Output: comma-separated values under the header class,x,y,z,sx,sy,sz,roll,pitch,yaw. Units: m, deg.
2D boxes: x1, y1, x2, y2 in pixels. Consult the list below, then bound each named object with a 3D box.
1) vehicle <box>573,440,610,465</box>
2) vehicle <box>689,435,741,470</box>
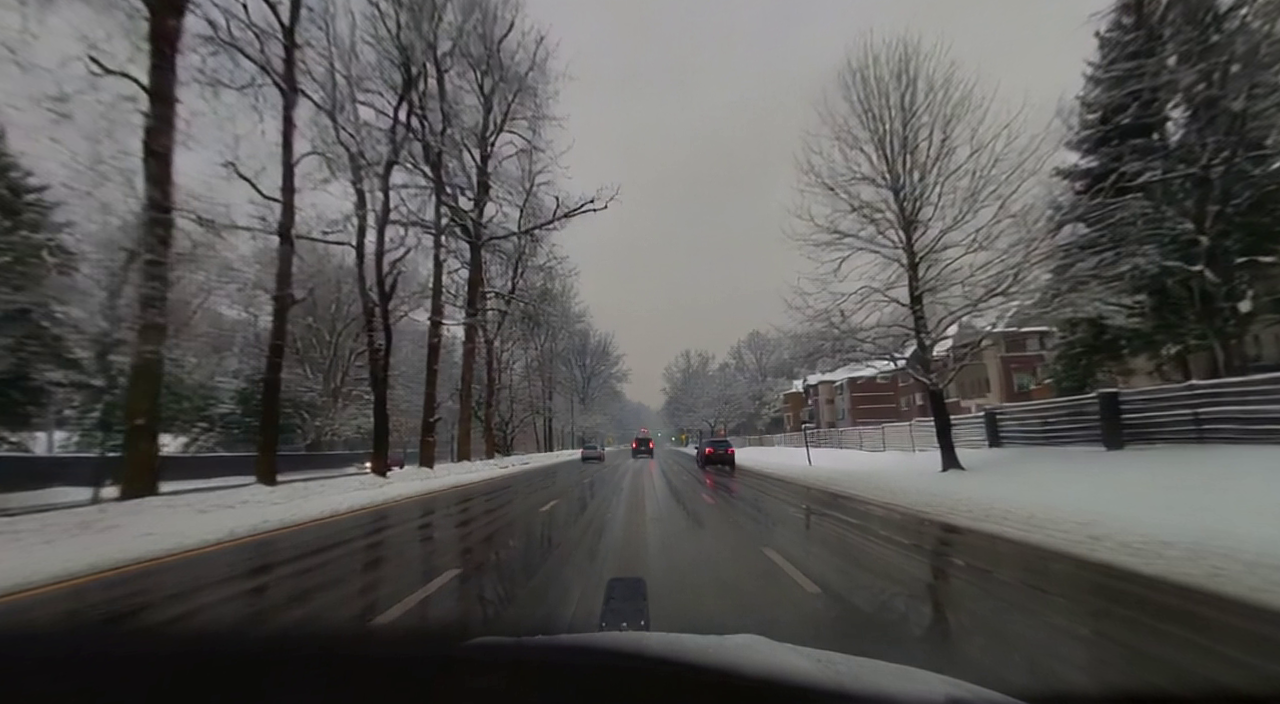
class,x,y,z,sx,sy,sz,roll,pitch,yaw
vehicle,-3.015,6.411,40.247,1.940,1.473,4.133,0,-8,1
vehicle,3.887,5.309,33.469,2.182,1.688,4.187,0,-8,-1
